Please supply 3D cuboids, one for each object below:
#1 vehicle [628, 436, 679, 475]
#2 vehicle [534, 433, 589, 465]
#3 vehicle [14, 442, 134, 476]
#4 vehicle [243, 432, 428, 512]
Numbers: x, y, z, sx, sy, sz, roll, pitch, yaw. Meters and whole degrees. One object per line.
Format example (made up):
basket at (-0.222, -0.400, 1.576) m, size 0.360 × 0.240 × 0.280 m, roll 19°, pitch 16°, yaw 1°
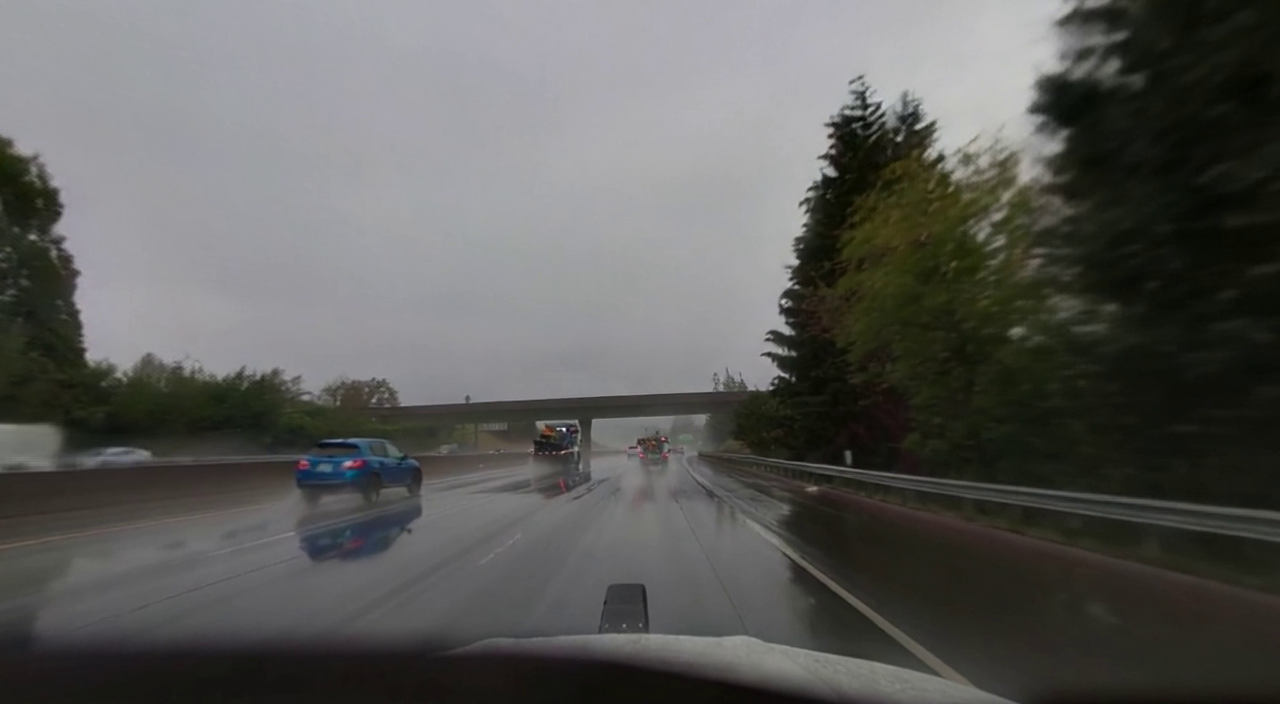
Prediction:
vehicle at (0.685, 5.029, 30.832) m, size 2.336 × 1.722 × 4.212 m, roll 0°, pitch -8°, yaw 2°
vehicle at (-5.756, 7.282, 47.467) m, size 2.827 × 2.236 × 7.057 m, roll -1°, pitch -8°, yaw 3°
vehicle at (-31.537, 5.960, 35.369) m, size 2.012 × 1.767 × 4.957 m, roll -1°, pitch -8°, yaw 2°
vehicle at (-7.062, 2.820, 15.328) m, size 2.115 × 1.644 × 4.513 m, roll -1°, pitch -8°, yaw 2°
